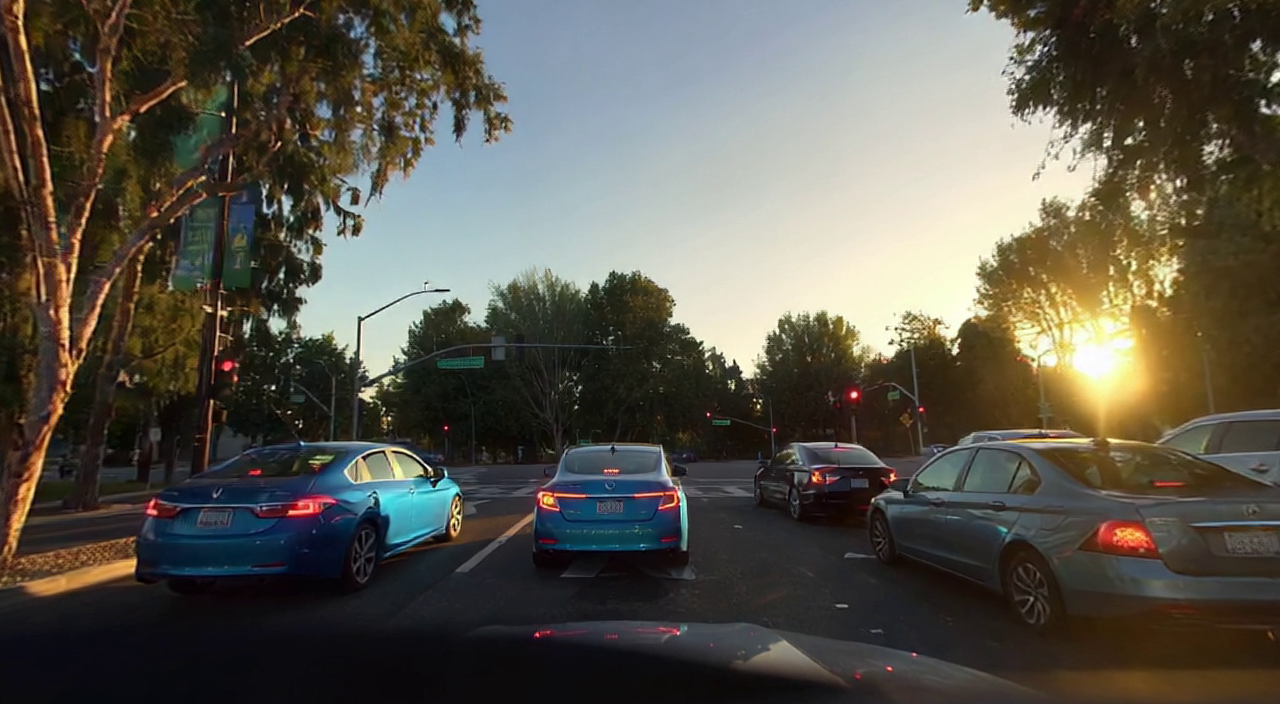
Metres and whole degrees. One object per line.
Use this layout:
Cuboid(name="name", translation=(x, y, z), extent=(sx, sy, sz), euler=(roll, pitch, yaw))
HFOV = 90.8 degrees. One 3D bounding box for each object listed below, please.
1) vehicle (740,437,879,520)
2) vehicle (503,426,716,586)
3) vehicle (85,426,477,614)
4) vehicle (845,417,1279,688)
Cuboid(name="vehicle", translation=(3.397, 2.610, 13.489), extent=(1.852, 1.498, 3.825), euler=(0, -9, -1))
Cuboid(name="vehicle", translation=(-0.311, 1.729, 7.823), extent=(1.994, 1.479, 3.647), euler=(0, -9, -1))
Cuboid(name="vehicle", translation=(-3.362, 1.638, 7.081), extent=(1.929, 1.457, 4.136), euler=(0, -9, 0))
Cuboid(name="vehicle", translation=(3.598, 1.439, 5.761), extent=(1.953, 1.471, 4.470), euler=(0, -9, 0))
